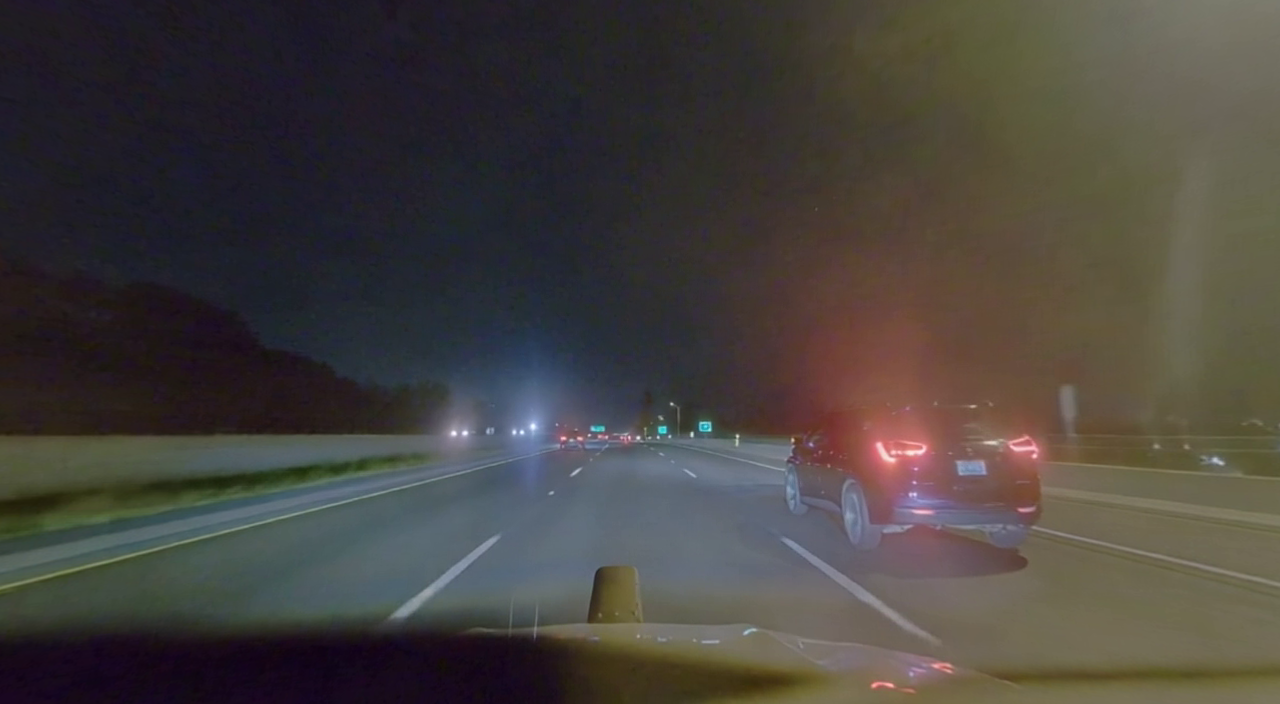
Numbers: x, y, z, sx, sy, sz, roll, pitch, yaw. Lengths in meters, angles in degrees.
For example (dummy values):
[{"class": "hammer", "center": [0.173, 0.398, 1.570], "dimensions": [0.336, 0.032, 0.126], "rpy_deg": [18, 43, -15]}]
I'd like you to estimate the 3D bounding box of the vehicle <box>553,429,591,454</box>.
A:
[{"class": "vehicle", "center": [-4.428, 5.889, 41.654], "dimensions": [2.062, 1.591, 4.156], "rpy_deg": [0, -7, -1]}]
